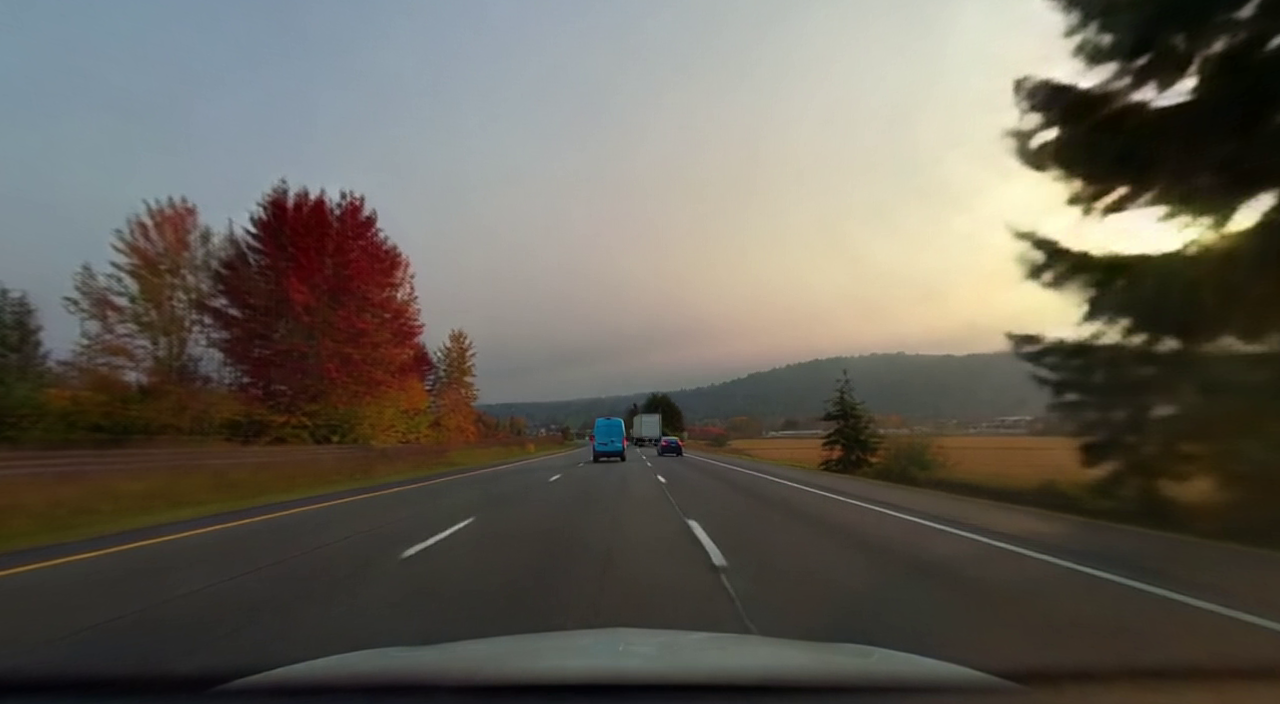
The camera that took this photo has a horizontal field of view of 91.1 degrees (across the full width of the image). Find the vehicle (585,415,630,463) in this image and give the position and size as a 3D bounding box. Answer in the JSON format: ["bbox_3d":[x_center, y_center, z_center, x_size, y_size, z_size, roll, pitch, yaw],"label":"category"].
[{"bbox_3d":[-1.854,5.234,37.840,2.389,2.637,5.437,0,-8,0],"label":"vehicle"}]

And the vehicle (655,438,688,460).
[{"bbox_3d":[2.225,6.983,45.615,1.962,1.508,4.363,0,-8,-2],"label":"vehicle"}]
